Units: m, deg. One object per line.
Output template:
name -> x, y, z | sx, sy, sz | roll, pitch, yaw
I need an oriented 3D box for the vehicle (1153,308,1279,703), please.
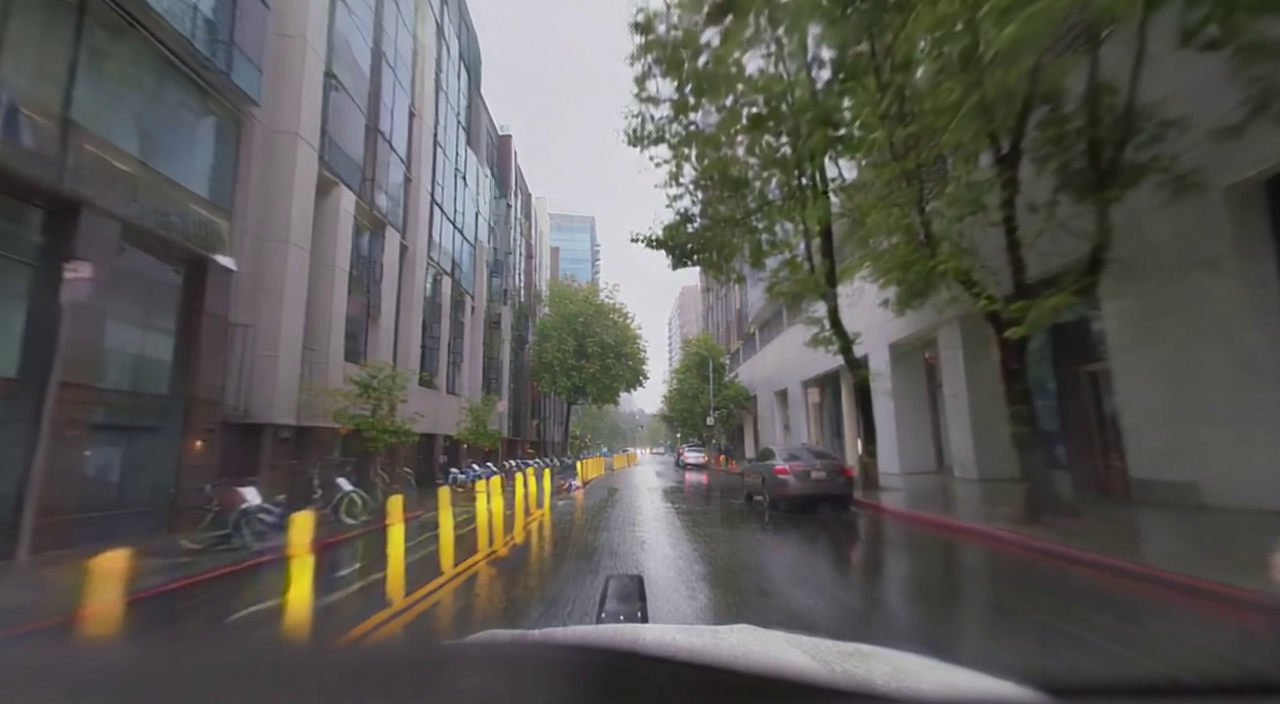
vehicle -> 3.729, 0.466, 0.712 | 2.180, 1.869, 4.736 | -1, -9, -1

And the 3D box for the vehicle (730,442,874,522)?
vehicle -> 3.389, 2.819, 14.341 | 1.963, 1.445, 4.948 | -1, -9, 0

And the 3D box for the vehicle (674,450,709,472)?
vehicle -> 3.629, 7.723, 44.959 | 2.020, 1.448, 4.220 | -1, -9, -1
